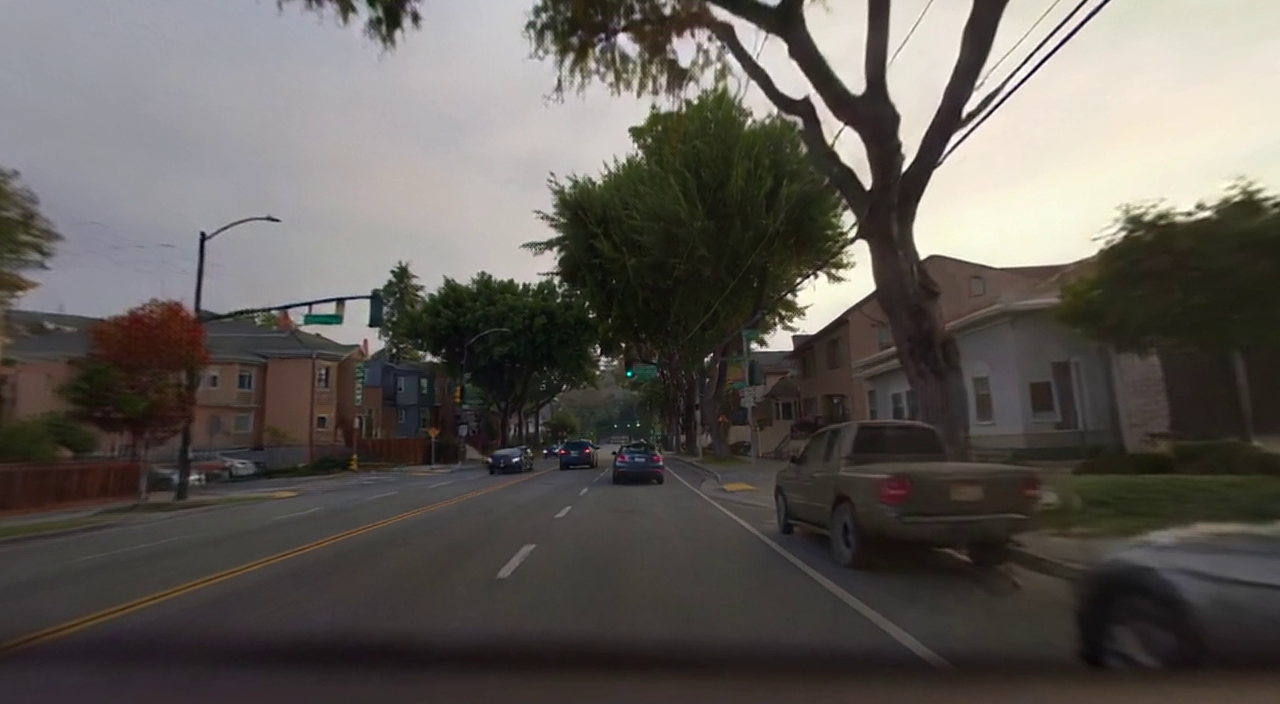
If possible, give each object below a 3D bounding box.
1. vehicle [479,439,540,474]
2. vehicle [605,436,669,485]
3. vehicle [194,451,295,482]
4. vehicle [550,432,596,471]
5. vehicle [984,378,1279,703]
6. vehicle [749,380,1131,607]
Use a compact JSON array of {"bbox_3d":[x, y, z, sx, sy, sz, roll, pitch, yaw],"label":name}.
[{"bbox_3d":[-6.442,5.206,31.655,2.048,1.601,5.047,0,-8,-1],"label":"vehicle"},{"bbox_3d":[-0.174,3.704,21.803,1.998,1.518,4.015,0,-8,-2],"label":"vehicle"},{"bbox_3d":[-23.138,6.693,36.928,4.537,1.755,1.933,0,-8,0],"label":"vehicle"},{"bbox_3d":[-3.347,5.072,32.161,1.983,1.841,4.013,0,-8,-1],"label":"vehicle"},{"bbox_3d":[2.932,0.743,1.274,1.842,1.511,4.565,0,-8,-1],"label":"vehicle"},{"bbox_3d":[2.808,1.471,7.446,2.066,1.796,4.719,0,-8,-2],"label":"vehicle"}]
